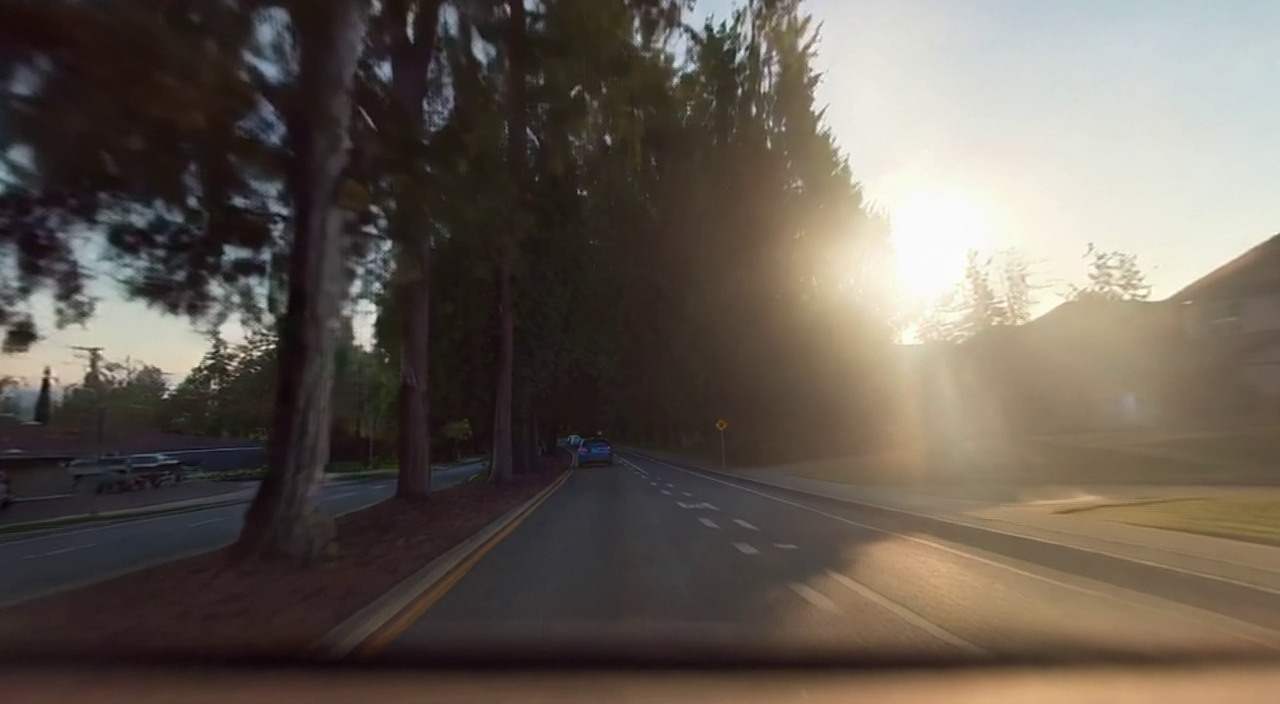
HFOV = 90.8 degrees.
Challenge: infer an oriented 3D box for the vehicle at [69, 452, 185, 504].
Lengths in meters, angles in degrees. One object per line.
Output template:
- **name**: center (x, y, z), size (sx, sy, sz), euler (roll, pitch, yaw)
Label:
- **vehicle**: center (-23.782, 5.791, 29.602), size (2.076, 2.085, 5.241), euler (2, -8, -14)

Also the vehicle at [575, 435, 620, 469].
- **vehicle**: center (-2.276, 5.273, 33.433), size (2.216, 1.708, 4.110), euler (1, -8, -4)
